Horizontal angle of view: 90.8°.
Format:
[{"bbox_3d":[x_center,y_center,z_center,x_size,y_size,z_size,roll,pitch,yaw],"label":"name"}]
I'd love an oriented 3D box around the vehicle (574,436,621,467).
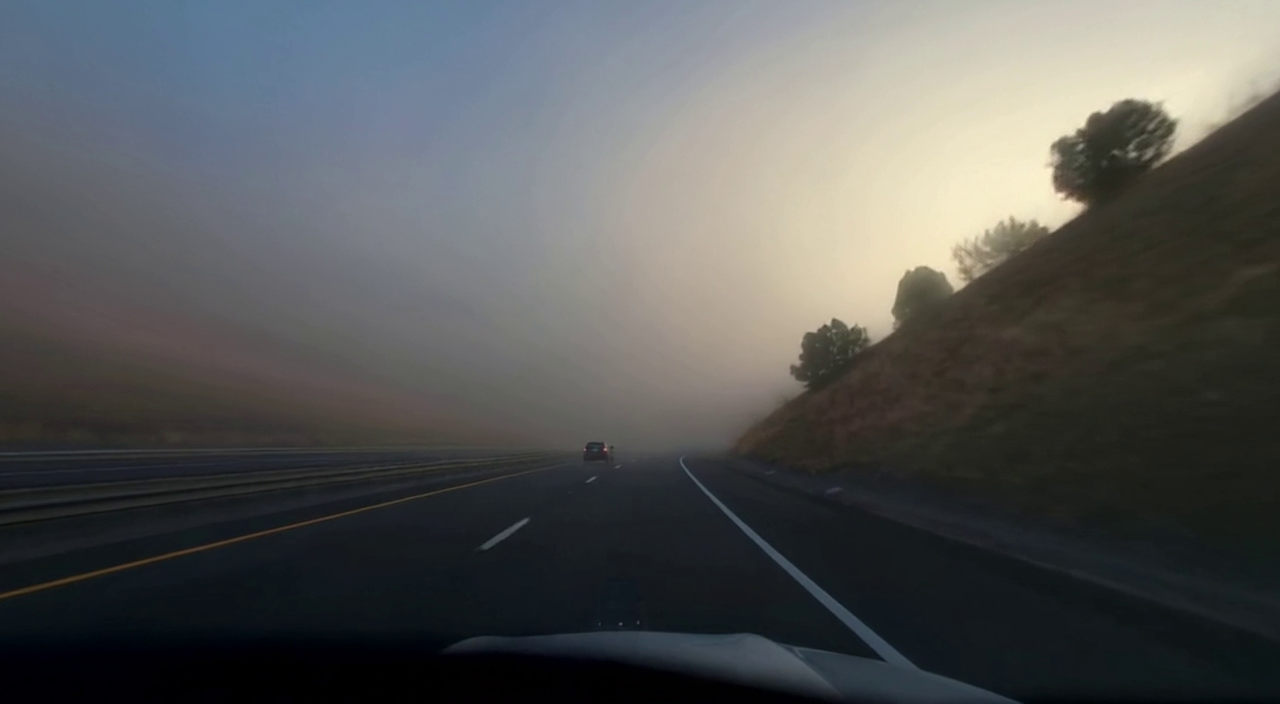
[{"bbox_3d":[-2.489,5.973,38.140,2.252,1.743,4.560,-1,-8,3],"label":"vehicle"}]
